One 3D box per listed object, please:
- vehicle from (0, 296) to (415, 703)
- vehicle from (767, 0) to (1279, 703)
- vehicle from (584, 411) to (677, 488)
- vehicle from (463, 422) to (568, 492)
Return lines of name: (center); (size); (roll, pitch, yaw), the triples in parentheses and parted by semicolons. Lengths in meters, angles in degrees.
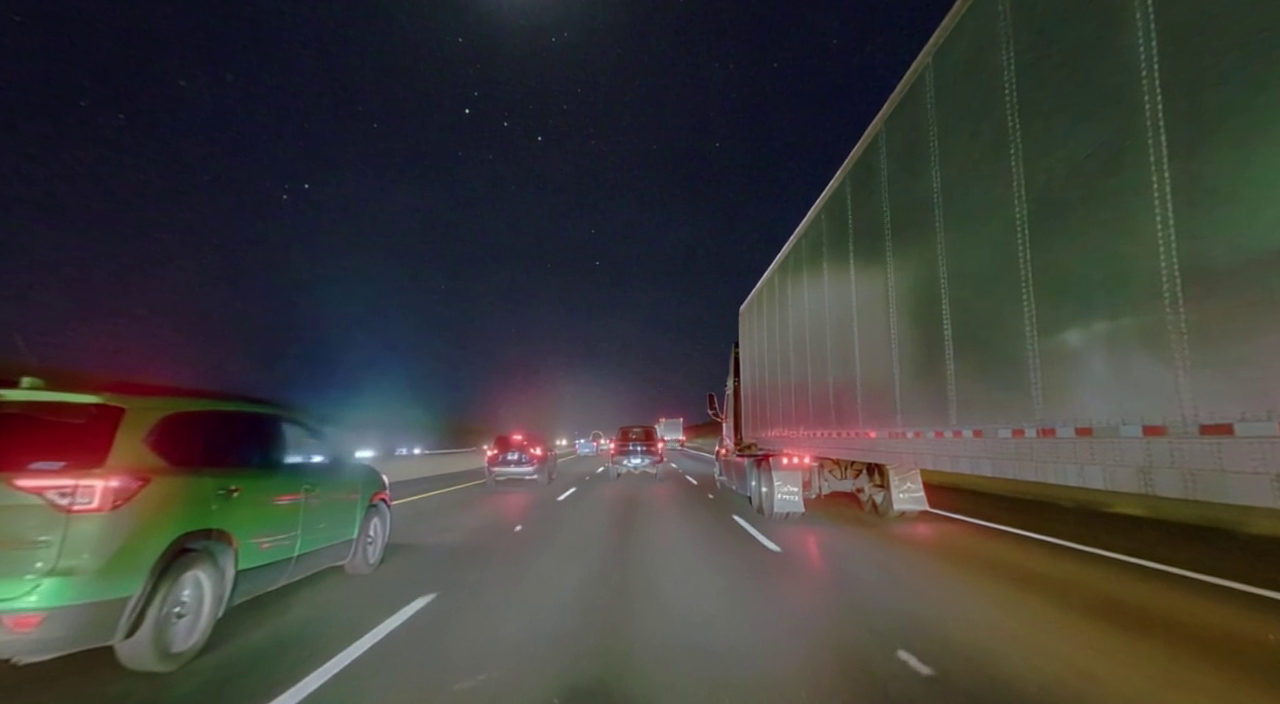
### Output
vehicle: (-3.394, 0.958, 3.893); (2.193, 1.803, 4.958); (0, -8, -1)
vehicle: (3.635, -0.331, 2.744); (2.852, 4.121, 16.210); (0, -8, 0)
vehicle: (-0.327, 3.274, 21.340); (2.704, 2.216, 5.804); (0, -8, -1)
vehicle: (-3.523, 3.109, 18.872); (2.120, 1.812, 4.659); (0, -8, 1)
